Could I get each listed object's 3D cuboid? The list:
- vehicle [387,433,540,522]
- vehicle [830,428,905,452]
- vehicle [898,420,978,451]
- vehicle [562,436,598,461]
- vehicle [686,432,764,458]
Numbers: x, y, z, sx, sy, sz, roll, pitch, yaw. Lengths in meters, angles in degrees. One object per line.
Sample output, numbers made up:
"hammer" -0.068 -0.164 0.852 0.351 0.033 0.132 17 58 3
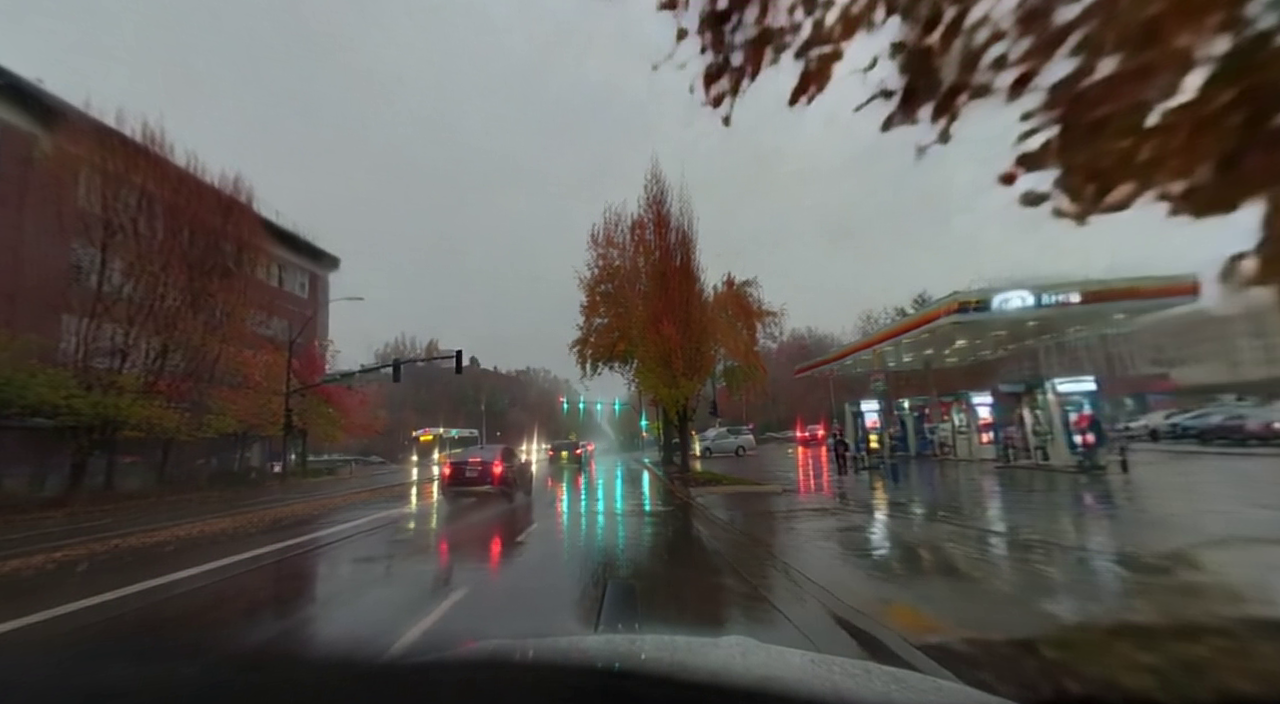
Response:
"vehicle" -3.354 2.477 12.847 2.092 1.507 4.078 0 -9 -2
"vehicle" 14.779 5.755 40.867 4.064 1.507 2.078 0 -9 -1
"vehicle" 19.439 5.452 40.977 4.172 1.687 1.773 -3 -8 -3
"vehicle" -4.325 7.045 45.738 2.365 1.751 3.904 0 -9 -3
"vehicle" 5.723 6.339 42.639 4.894 1.451 2.089 -2 -8 -2
